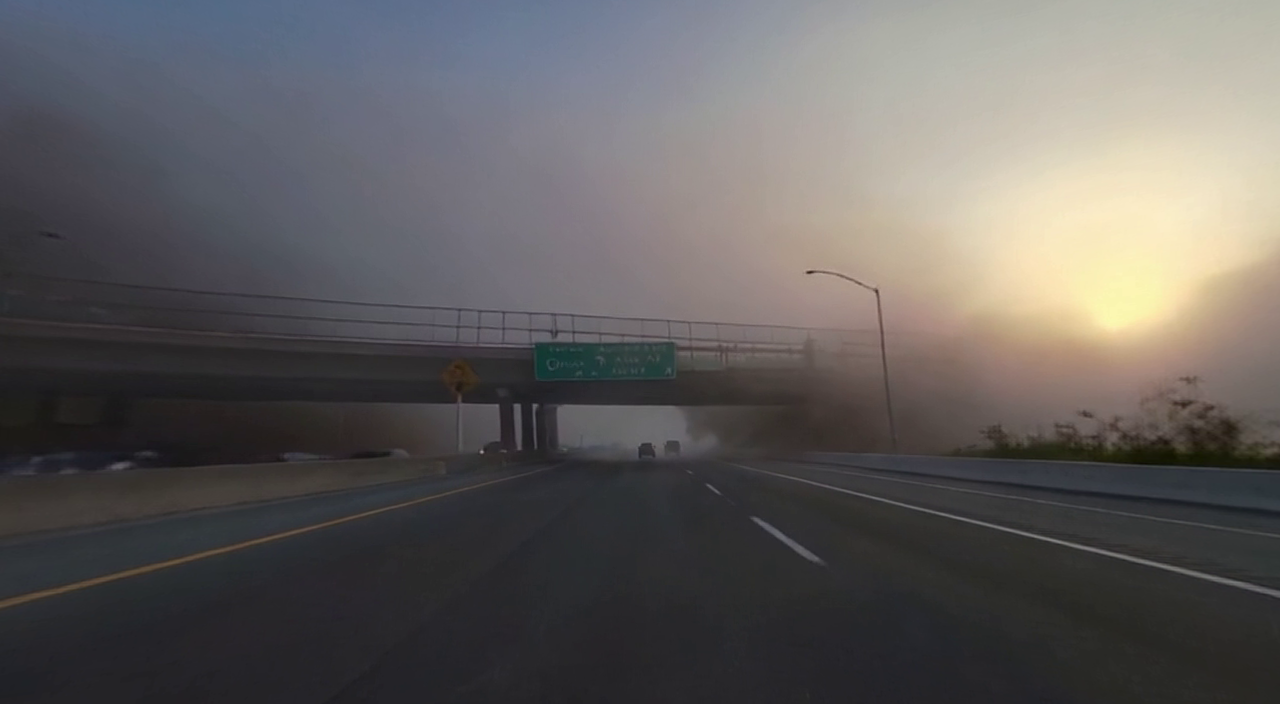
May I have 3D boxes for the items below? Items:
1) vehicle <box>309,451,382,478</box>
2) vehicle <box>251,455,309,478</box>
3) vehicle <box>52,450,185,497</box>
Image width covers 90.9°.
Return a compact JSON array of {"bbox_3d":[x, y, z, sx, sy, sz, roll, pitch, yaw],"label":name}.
[{"bbox_3d":[-18.240,6.975,39.353,2.143,1.478,4.829,0,-8,1],"label":"vehicle"},{"bbox_3d":[-25.111,7.976,44.108,1.791,1.520,3.763,0,-8,1],"label":"vehicle"},{"bbox_3d":[-21.421,4.949,26.169,1.902,1.751,4.150,0,-8,0],"label":"vehicle"}]
